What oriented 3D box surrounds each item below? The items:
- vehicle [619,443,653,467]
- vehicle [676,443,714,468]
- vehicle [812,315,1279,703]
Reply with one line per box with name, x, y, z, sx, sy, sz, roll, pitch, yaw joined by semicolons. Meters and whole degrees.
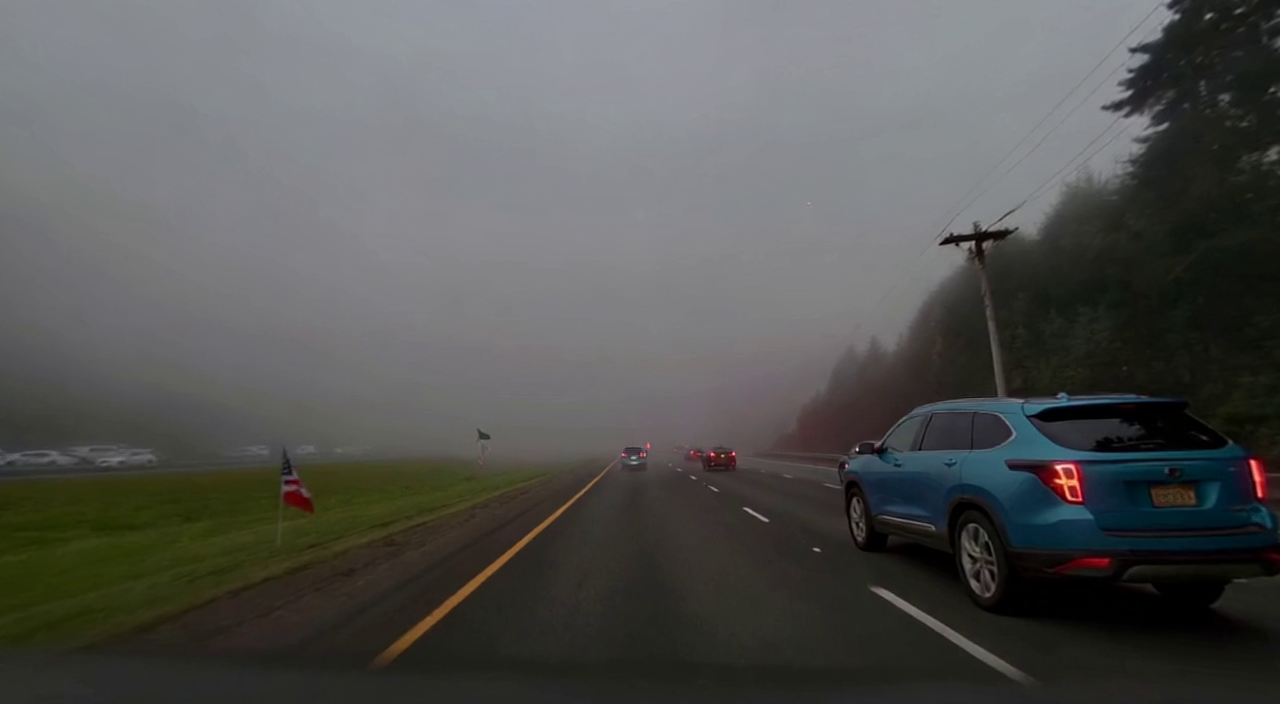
vehicle;-0.275;6.622;40.794;2.085;1.449;3.860;0;-8;0
vehicle;3.535;6.726;41.341;1.978;1.488;4.252;0;-8;-1
vehicle;3.849;1.231;6.357;2.461;2.013;6.075;0;-8;-1
